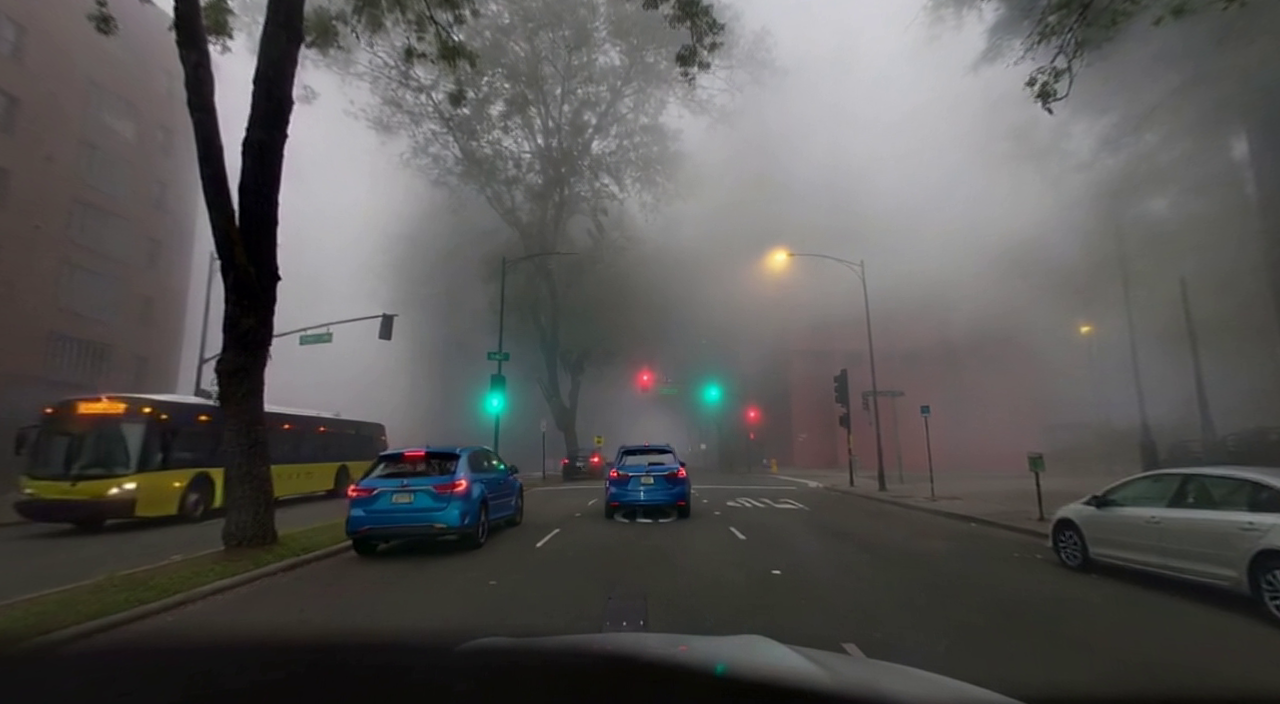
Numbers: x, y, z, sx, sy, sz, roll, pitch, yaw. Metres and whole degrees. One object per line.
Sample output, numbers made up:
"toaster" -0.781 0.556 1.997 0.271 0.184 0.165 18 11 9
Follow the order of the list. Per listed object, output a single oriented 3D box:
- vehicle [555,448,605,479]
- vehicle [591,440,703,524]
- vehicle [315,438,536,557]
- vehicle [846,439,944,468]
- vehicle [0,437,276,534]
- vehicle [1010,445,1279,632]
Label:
"vehicle" -3.015 5.713 32.538 2.131 1.486 4.089 0 -9 0
"vehicle" 0.088 2.633 13.258 2.022 1.481 3.564 0 -9 -1
"vehicle" -3.098 2.202 10.320 1.970 1.492 4.534 0 -9 1
"vehicle" 16.424 6.562 40.780 5.345 1.811 2.175 0 -9 -1
"vehicle" -10.323 2.734 13.551 2.252 1.701 4.404 0 -9 1
"vehicle" 5.987 1.661 6.210 1.873 1.453 4.579 0 -9 0
